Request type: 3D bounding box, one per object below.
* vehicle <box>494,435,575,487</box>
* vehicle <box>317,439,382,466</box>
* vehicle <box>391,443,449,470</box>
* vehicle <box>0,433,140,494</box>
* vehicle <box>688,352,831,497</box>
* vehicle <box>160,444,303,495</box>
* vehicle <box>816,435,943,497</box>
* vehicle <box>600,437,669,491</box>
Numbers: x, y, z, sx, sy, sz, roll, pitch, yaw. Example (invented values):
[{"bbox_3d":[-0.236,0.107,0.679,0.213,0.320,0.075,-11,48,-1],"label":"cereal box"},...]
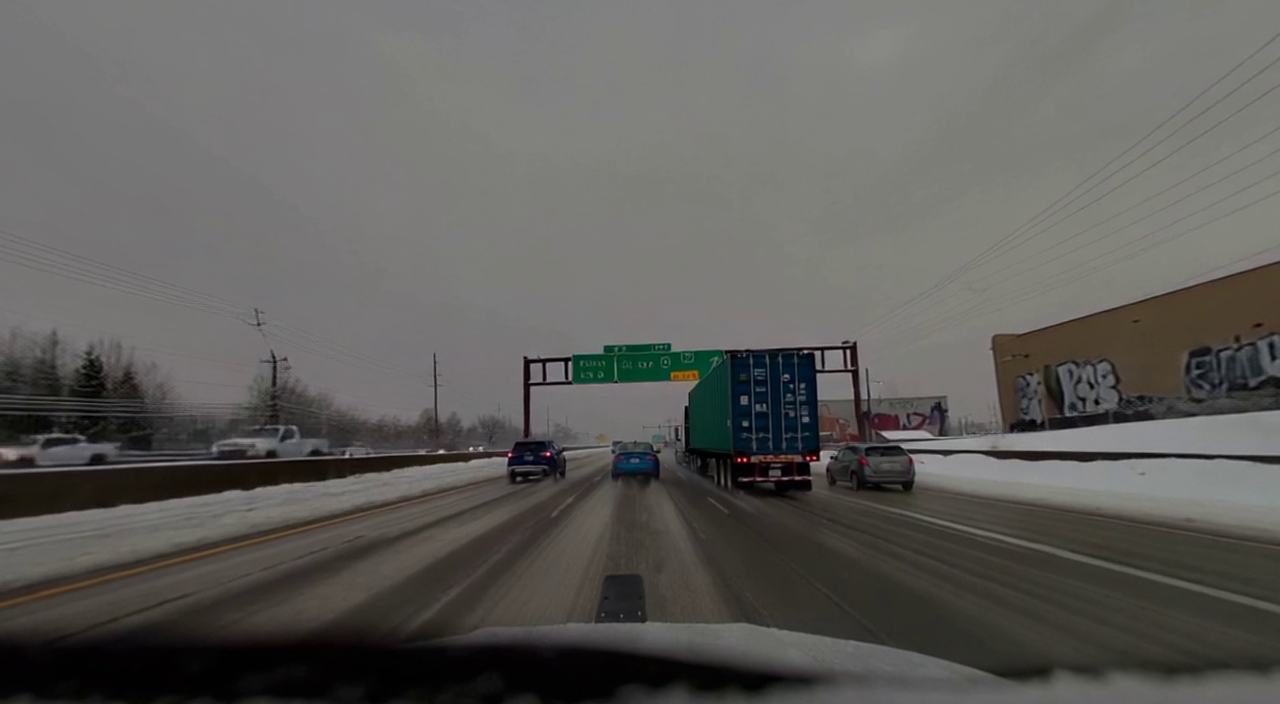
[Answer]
[{"bbox_3d":[-3.990,4.228,24.741,2.264,1.804,4.584,0,-9,2],"label":"vehicle"},{"bbox_3d":[-21.560,7.499,47.166,2.189,1.902,5.881,0,-9,-2],"label":"vehicle"},{"bbox_3d":[-13.502,6.437,39.062,2.019,1.587,4.565,0,-9,-2],"label":"vehicle"},{"bbox_3d":[-20.742,3.817,21.910,2.215,1.849,5.735,0,-9,-1],"label":"vehicle"},{"bbox_3d":[3.816,2.998,24.187,2.800,4.039,13.179,0,-9,0],"label":"vehicle"},{"bbox_3d":[-13.321,3.818,20.977,1.921,1.494,4.348,0,-9,-2],"label":"vehicle"},{"bbox_3d":[7.389,3.575,20.154,2.202,1.731,4.628,0,-9,0],"label":"vehicle"},{"bbox_3d":[-0.183,3.885,22.240,2.191,1.685,4.015,0,-9,0],"label":"vehicle"}]
